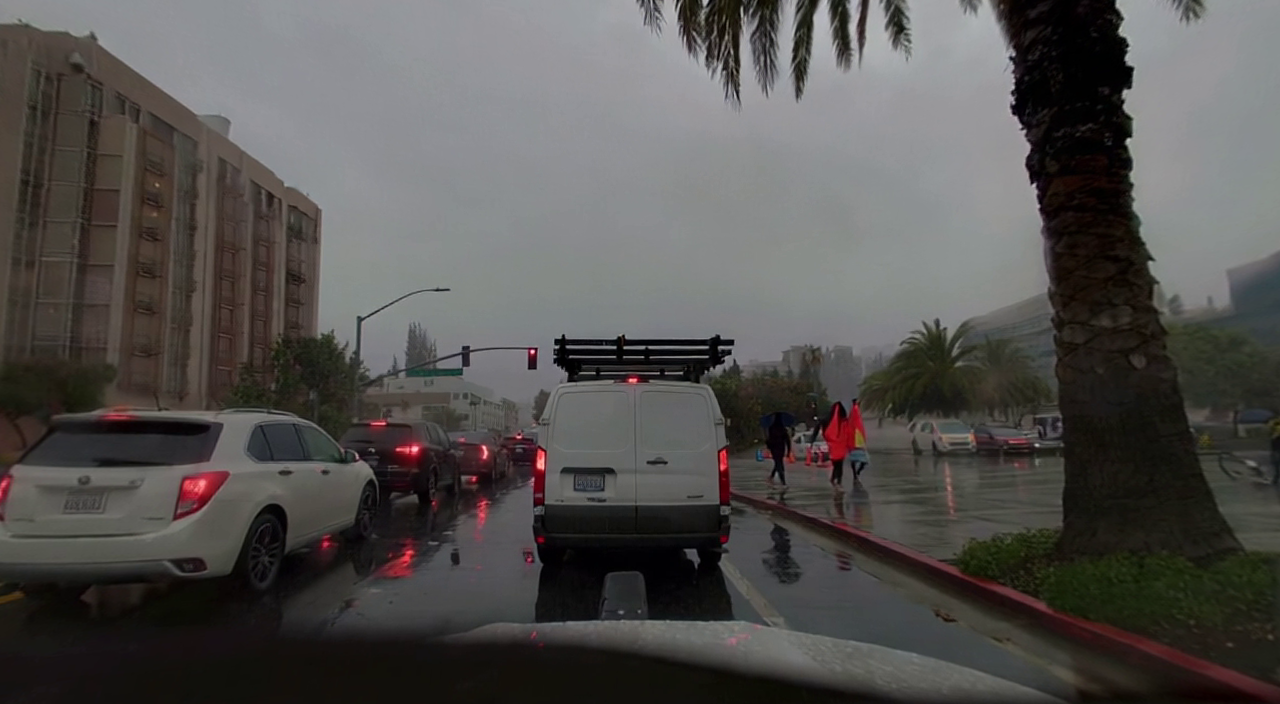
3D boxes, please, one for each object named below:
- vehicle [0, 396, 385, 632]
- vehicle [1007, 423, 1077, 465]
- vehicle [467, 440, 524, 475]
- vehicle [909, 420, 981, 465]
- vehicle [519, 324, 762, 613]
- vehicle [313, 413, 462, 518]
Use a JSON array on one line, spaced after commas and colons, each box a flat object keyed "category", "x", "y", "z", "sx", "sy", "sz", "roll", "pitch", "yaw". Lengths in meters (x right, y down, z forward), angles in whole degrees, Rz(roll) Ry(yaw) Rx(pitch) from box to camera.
[{"category": "vehicle", "x": -4.395, "y": 1.461, "z": 6.655, "sx": 1.986, "sy": 1.643, "sz": 4.315, "roll": 1, "pitch": -9, "yaw": -6}, {"category": "vehicle", "x": 15.776, "y": 3.614, "z": 24.719, "sx": 2.048, "sy": 1.475, "sz": 3.972, "roll": -6, "pitch": -10, "yaw": 34}, {"category": "vehicle", "x": -6.853, "y": 4.890, "z": 29.569, "sx": 1.818, "sy": 1.479, "sz": 4.428, "roll": 4, "pitch": -9, "yaw": -22}, {"category": "vehicle", "x": 12.636, "y": 3.757, "z": 26.043, "sx": 2.046, "sy": 1.675, "sz": 3.924, "roll": -6, "pitch": -10, "yaw": 33}, {"category": "vehicle", "x": -0.213, "y": 1.215, "z": 7.171, "sx": 1.902, "sy": 2.238, "sz": 4.263, "roll": 1, "pitch": -9, "yaw": -6}, {"category": "vehicle", "x": -5.223, "y": 2.408, "z": 13.878, "sx": 2.089, "sy": 1.854, "sz": 5.022, "roll": 2, "pitch": -9, "yaw": -11}]
